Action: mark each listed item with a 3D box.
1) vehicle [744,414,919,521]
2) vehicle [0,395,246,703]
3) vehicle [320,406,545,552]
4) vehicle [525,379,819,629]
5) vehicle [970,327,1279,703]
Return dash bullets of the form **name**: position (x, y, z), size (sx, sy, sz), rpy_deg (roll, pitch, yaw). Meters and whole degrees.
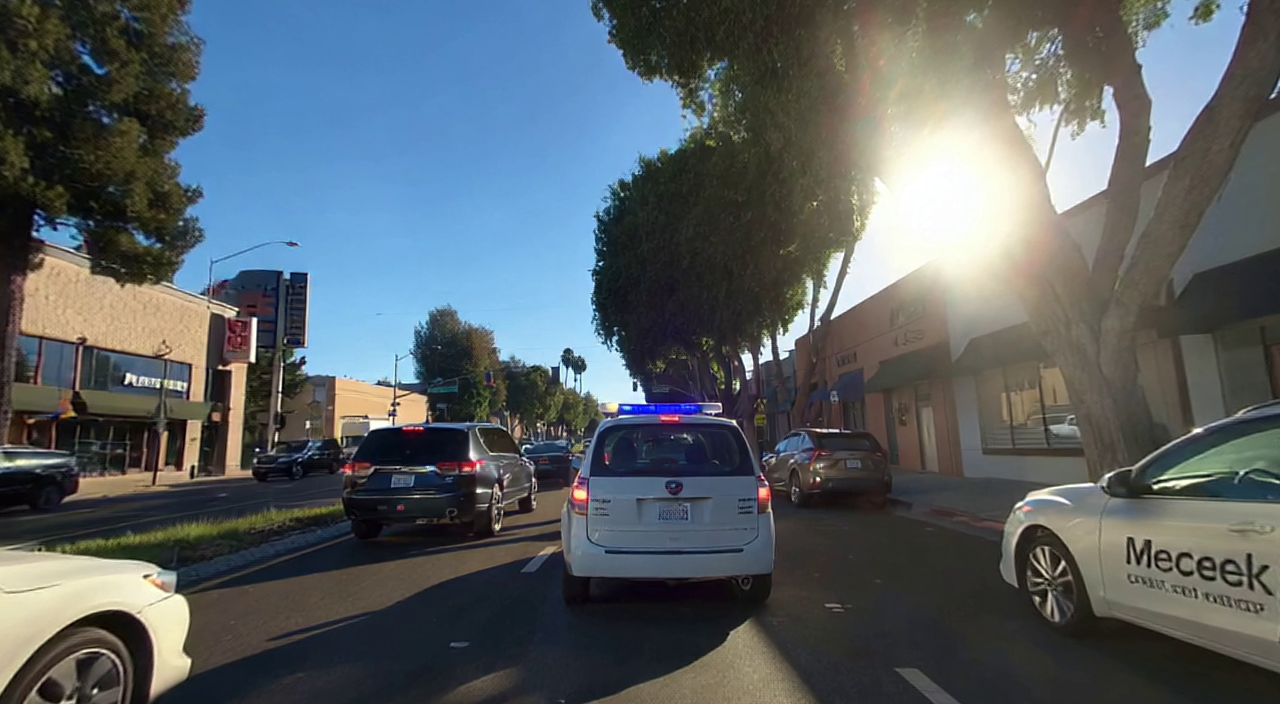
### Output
- **vehicle**: position (4.030, 2.560, 14.530), size (2.038, 1.865, 5.786), rpy_deg (3, -9, -2)
- **vehicle**: position (-2.891, 0.726, 0.920), size (1.908, 1.474, 4.257), rpy_deg (0, -8, -1)
- **vehicle**: position (-2.937, 1.923, 10.205), size (2.135, 1.806, 4.514), rpy_deg (0, -8, -1)
- **vehicle**: position (0.214, 1.377, 6.567), size (2.075, 1.770, 4.018), rpy_deg (0, -8, 0)
- **vehicle**: position (4.038, 0.922, 3.258), size (1.987, 1.877, 5.330), rpy_deg (4, -8, 2)
